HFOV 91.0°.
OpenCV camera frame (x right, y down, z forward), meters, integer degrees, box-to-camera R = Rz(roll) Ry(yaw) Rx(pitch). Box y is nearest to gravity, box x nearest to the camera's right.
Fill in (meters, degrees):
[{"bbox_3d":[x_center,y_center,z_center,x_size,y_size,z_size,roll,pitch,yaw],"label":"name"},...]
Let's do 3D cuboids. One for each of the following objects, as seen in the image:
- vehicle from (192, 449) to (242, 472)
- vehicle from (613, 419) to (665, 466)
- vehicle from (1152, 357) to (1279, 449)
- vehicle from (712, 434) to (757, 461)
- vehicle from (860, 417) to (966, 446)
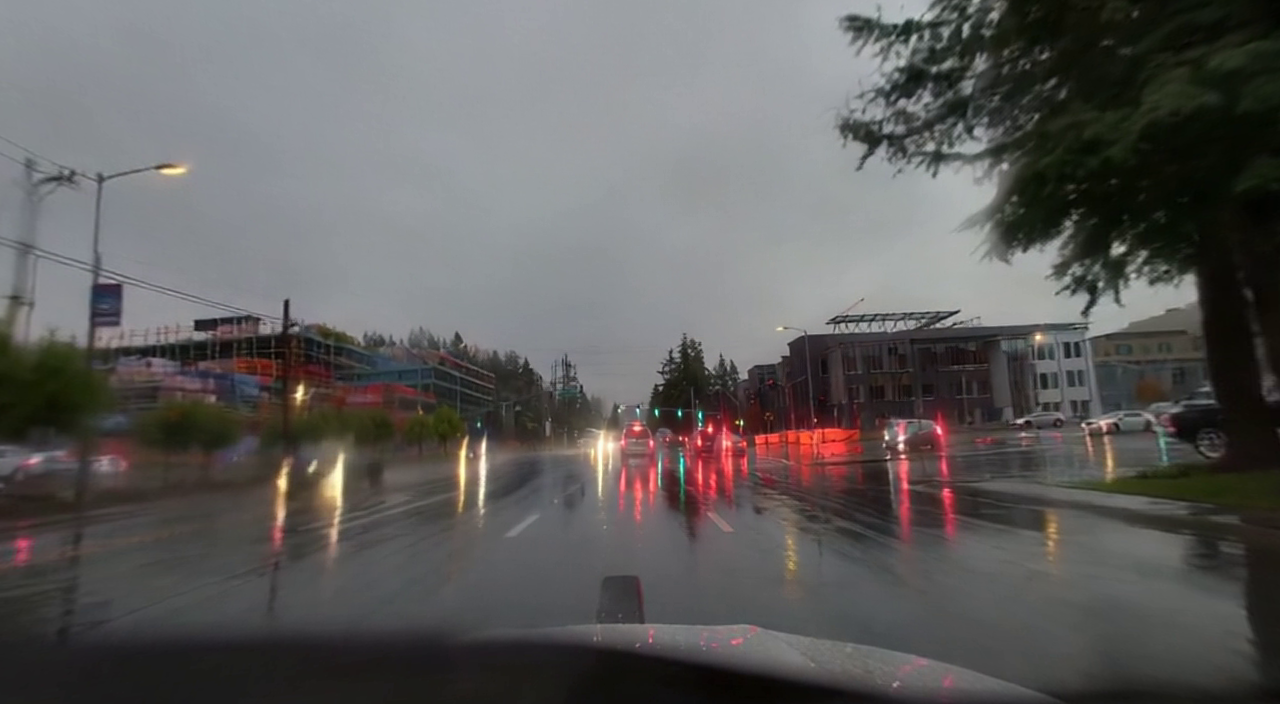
[{"bbox_3d":[-33.224,8.475,49.348,4.692,1.720,1.941,-7,-11,40],"label":"vehicle"},{"bbox_3d":[-0.113,4.532,31.508,2.350,2.122,5.801,0,-8,-1],"label":"vehicle"},{"bbox_3d":[16.021,1.252,15.070,5.631,2.106,2.298,-7,-11,37],"label":"vehicle"},{"bbox_3d":[5.517,5.645,37.385,2.145,1.503,4.267,0,-8,2],"label":"vehicle"},{"bbox_3d":[15.032,4.433,34.717,4.986,1.467,2.025,-6,-10,34],"label":"vehicle"}]
